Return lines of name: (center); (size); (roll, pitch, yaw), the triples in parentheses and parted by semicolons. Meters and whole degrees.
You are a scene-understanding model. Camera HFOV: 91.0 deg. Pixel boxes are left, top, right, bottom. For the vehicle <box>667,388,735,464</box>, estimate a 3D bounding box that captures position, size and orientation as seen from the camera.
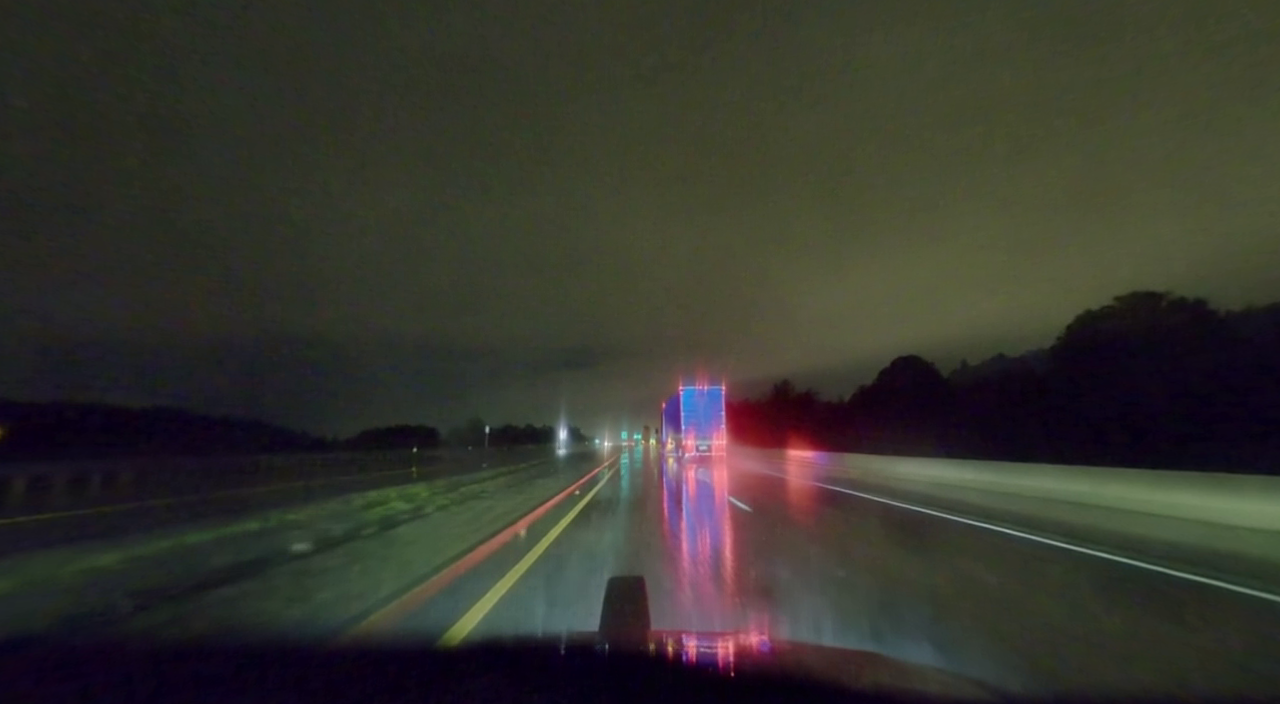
vehicle: (3.973, 5.417, 44.786); (3.615, 4.578, 13.539); (0, -8, 1)
